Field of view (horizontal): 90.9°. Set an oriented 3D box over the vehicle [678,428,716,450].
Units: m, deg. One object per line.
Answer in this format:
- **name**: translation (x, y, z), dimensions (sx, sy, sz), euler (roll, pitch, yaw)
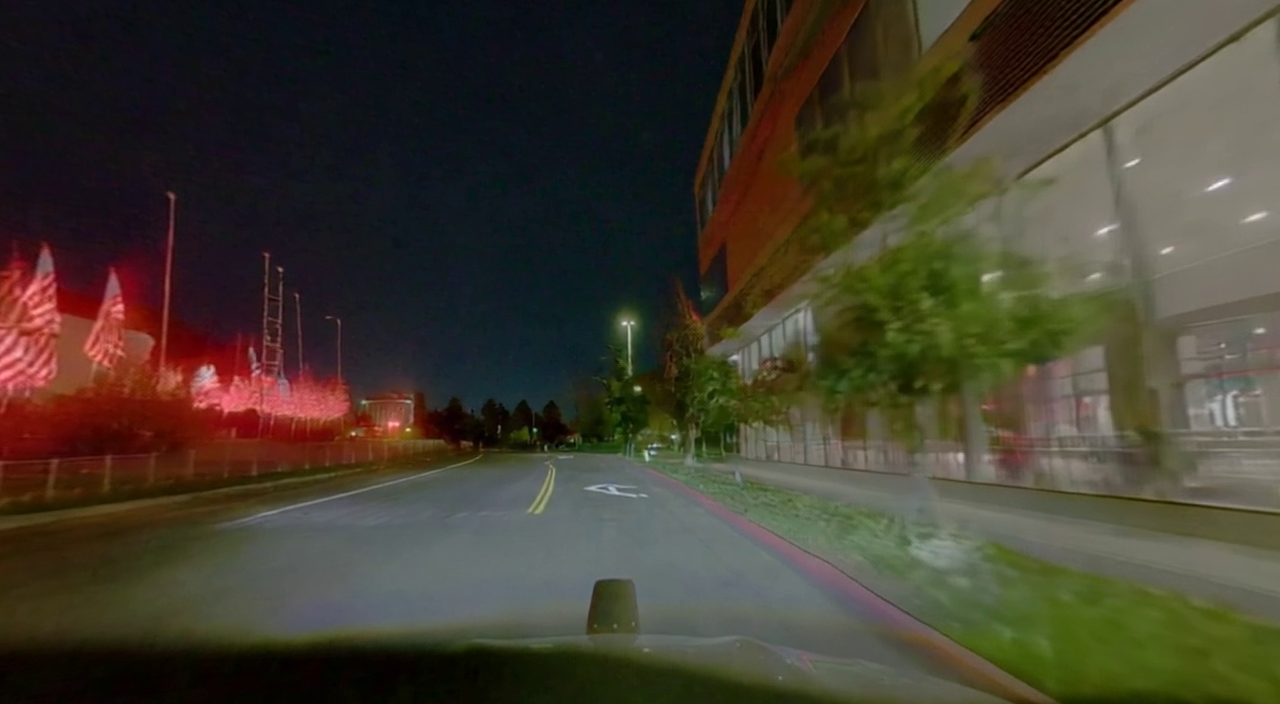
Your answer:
- **vehicle**: translation (4.284, 6.646, 47.911), dimensions (1.769, 1.516, 3.520), euler (0, -9, -14)
